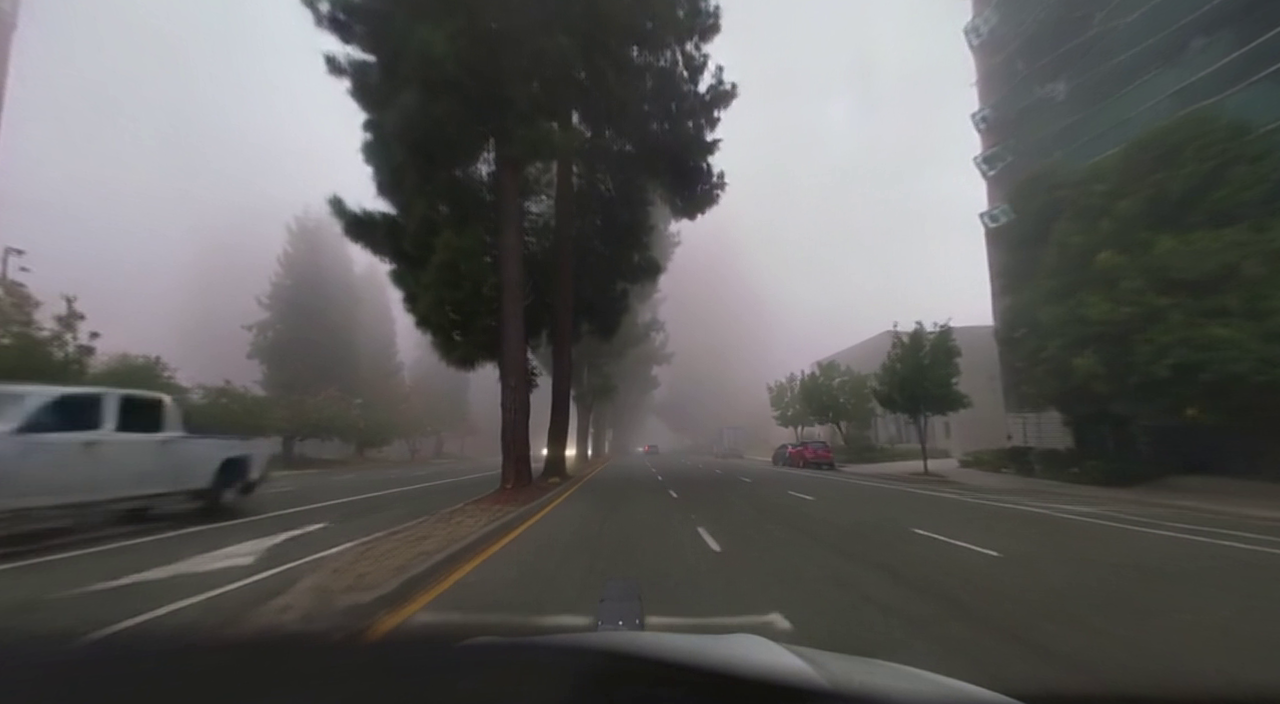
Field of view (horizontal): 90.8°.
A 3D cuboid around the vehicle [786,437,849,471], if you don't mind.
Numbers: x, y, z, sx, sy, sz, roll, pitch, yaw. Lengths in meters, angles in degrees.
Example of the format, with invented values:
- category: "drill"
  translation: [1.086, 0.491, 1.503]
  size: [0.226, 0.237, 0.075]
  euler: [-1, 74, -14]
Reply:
- category: "vehicle"
  translation: [10.110, 5.841, 36.388]
  size: [2.043, 1.761, 5.022]
  euler: [0, -8, -1]

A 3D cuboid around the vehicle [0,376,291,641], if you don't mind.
- category: "vehicle"
  translation: [-5.434, 1.278, 5.702]
  size: [2.098, 1.789, 4.338]
  euler: [0, -8, -1]
